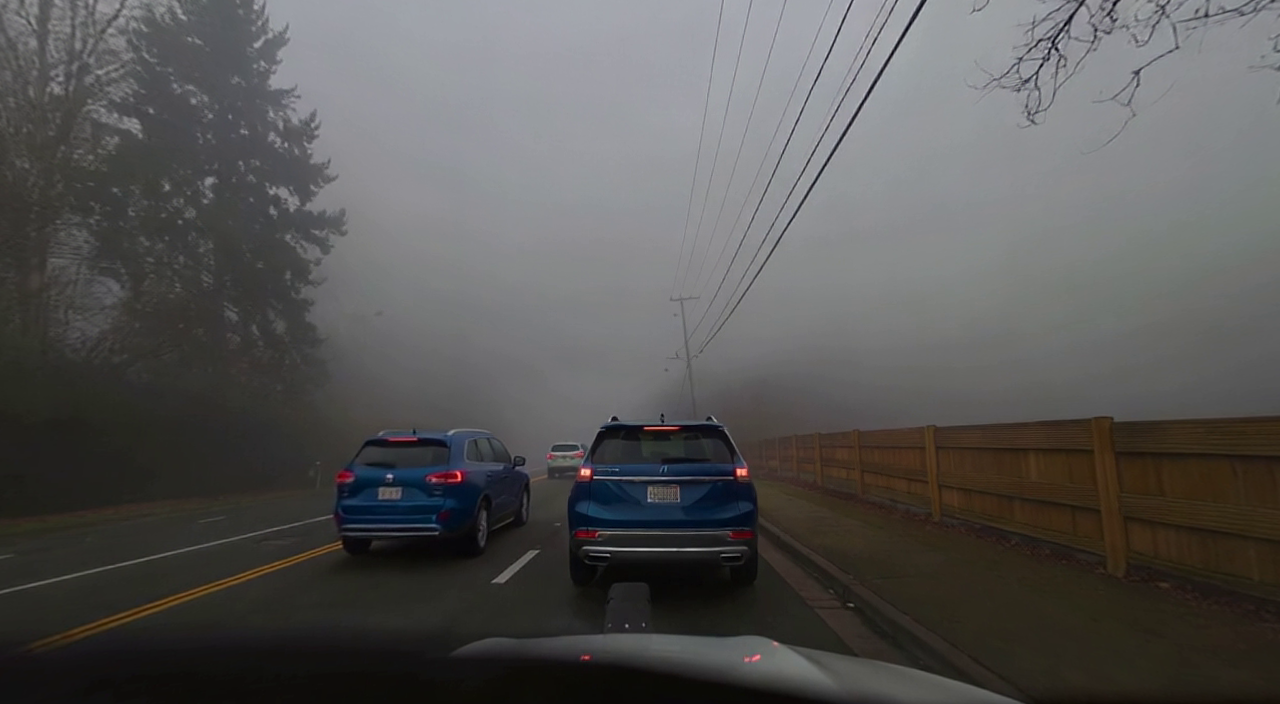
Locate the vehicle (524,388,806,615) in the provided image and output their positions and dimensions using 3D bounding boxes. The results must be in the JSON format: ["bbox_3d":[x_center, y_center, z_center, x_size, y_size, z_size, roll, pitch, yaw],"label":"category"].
[{"bbox_3d":[0.197,1.462,7.020,2.174,1.749,4.113,0,-9,0],"label":"vehicle"}]

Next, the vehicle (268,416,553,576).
[{"bbox_3d":[-2.734,1.855,8.996,2.176,1.653,4.666,0,-9,2],"label":"vehicle"}]
